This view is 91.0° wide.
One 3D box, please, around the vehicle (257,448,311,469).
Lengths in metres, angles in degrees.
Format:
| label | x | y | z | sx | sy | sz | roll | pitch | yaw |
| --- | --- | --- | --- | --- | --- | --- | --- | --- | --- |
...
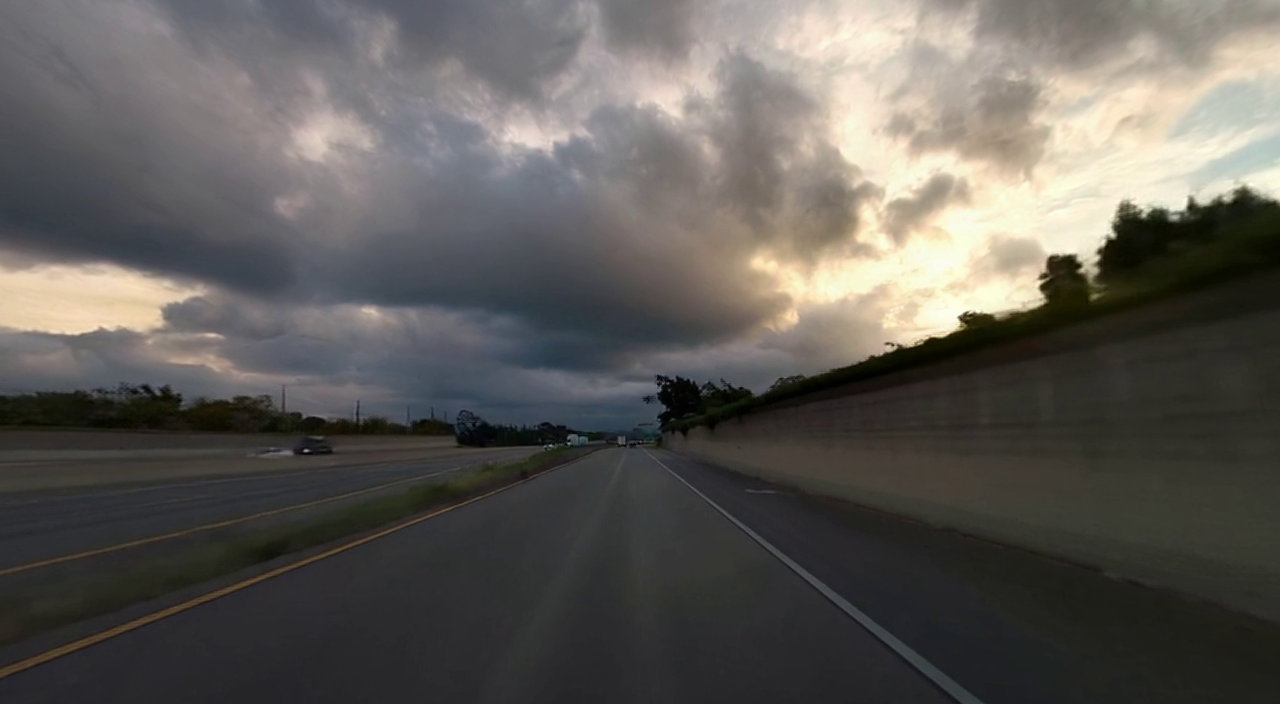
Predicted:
| label | x | y | z | sx | sy | sz | roll | pitch | yaw |
| --- | --- | --- | --- | --- | --- | --- | --- | --- | --- |
| vehicle | -26.585 | 7.938 | 47.113 | 1.812 | 1.467 | 4.539 | 0 | -8 | -6 |
